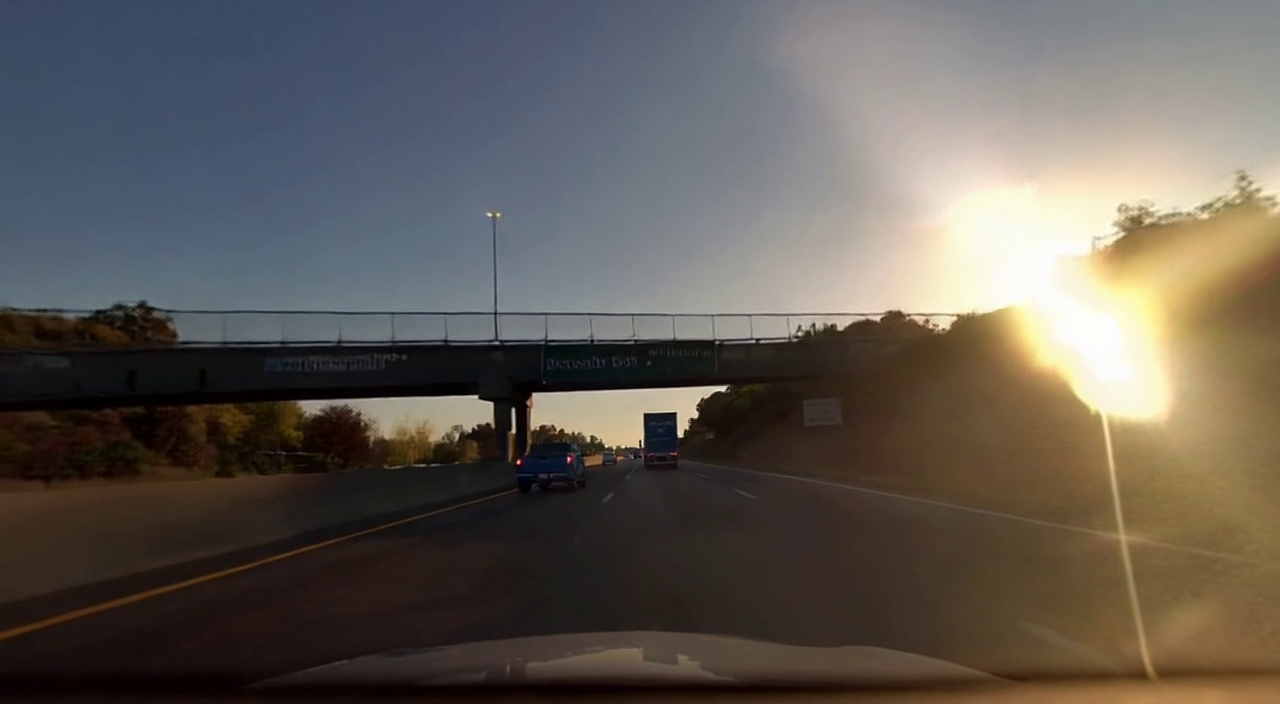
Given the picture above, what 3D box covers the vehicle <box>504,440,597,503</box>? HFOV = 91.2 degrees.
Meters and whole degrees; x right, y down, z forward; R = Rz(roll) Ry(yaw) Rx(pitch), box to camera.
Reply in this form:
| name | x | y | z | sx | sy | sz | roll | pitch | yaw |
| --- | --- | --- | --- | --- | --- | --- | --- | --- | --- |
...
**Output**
| name | x | y | z | sx | sy | sz | roll | pitch | yaw |
| --- | --- | --- | --- | --- | --- | --- | --- | --- | --- |
| vehicle | -2.572 | 3.573 | 19.155 | 2.160 | 1.691 | 4.243 | -1 | -9 | 1 |
